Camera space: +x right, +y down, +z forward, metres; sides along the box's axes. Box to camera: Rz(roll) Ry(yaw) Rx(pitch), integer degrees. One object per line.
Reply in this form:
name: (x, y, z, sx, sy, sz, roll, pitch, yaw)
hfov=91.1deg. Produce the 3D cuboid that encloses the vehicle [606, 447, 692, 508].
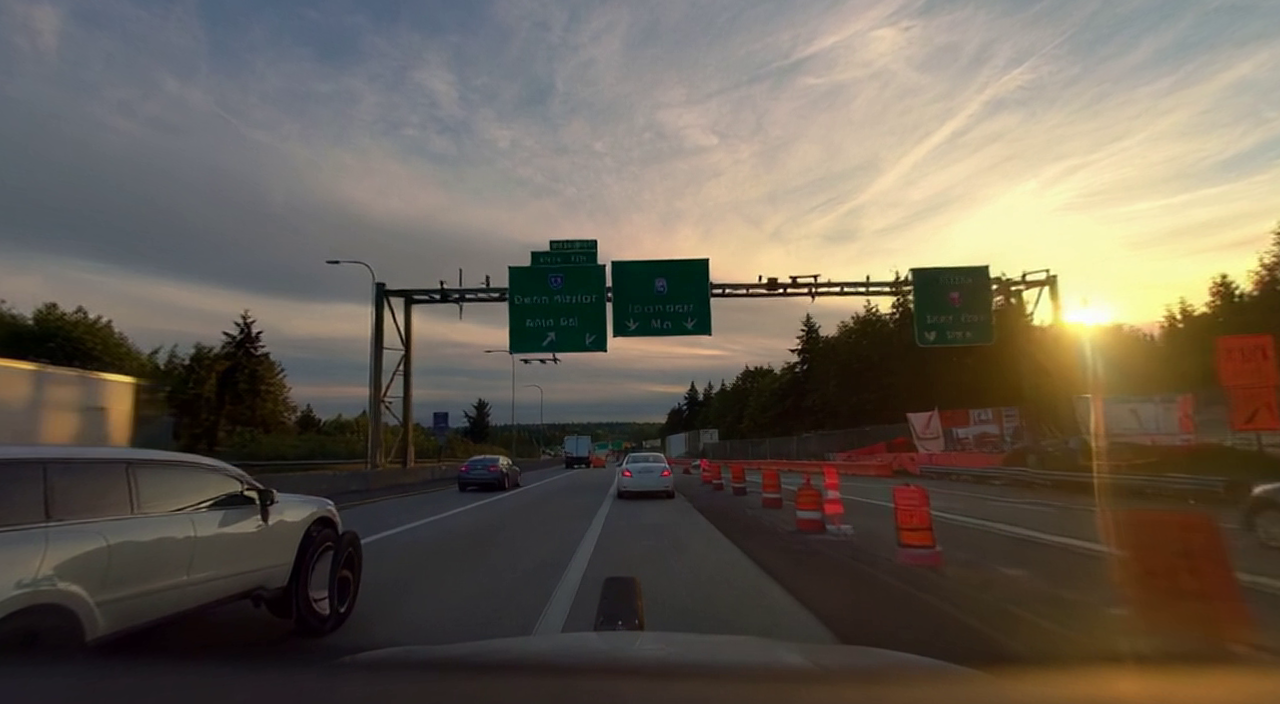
vehicle: (0.227, 3.323, 17.068, 2.080, 1.451, 3.512, 0, -9, 0)

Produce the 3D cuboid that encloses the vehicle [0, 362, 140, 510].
vehicle: (-19.131, 1.978, 15.124, 2.839, 4.040, 14.032, 0, -9, -1)

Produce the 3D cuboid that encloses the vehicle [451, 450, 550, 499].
vehicle: (-4.388, 3.904, 20.446, 2.063, 1.417, 4.000, -1, -9, 4)
